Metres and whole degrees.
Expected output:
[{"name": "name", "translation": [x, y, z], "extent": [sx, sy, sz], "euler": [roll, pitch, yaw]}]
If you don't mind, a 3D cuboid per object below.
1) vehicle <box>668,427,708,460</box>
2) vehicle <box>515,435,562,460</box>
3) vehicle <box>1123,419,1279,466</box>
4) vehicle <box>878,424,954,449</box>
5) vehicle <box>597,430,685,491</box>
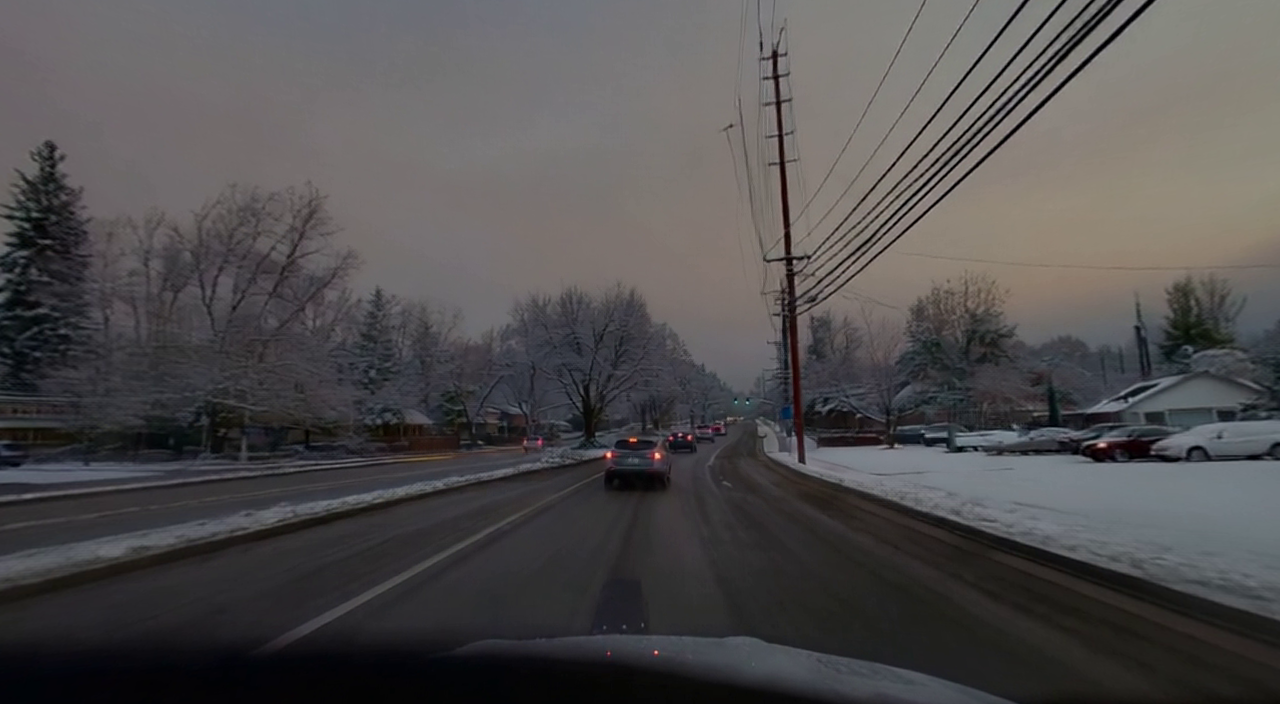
[{"name": "vehicle", "translation": [3.140, 5.854, 40.215], "extent": [2.158, 1.939, 4.935], "euler": [-2, -9, 9]}, {"name": "vehicle", "translation": [-6.596, 6.246, 41.294], "extent": [1.983, 1.485, 4.159], "euler": [-1, -8, 6]}, {"name": "vehicle", "translation": [20.902, 3.343, 23.112], "extent": [4.674, 1.500, 1.889], "euler": [1, -9, 7]}, {"name": "vehicle", "translation": [20.535, 6.329, 47.092], "extent": [4.739, 1.708, 1.976], "euler": [-2, -9, 9]}, {"name": "vehicle", "translation": [0.149, 2.988, 17.599], "extent": [2.117, 1.474, 4.036], "euler": [-1, -8, 5]}]
